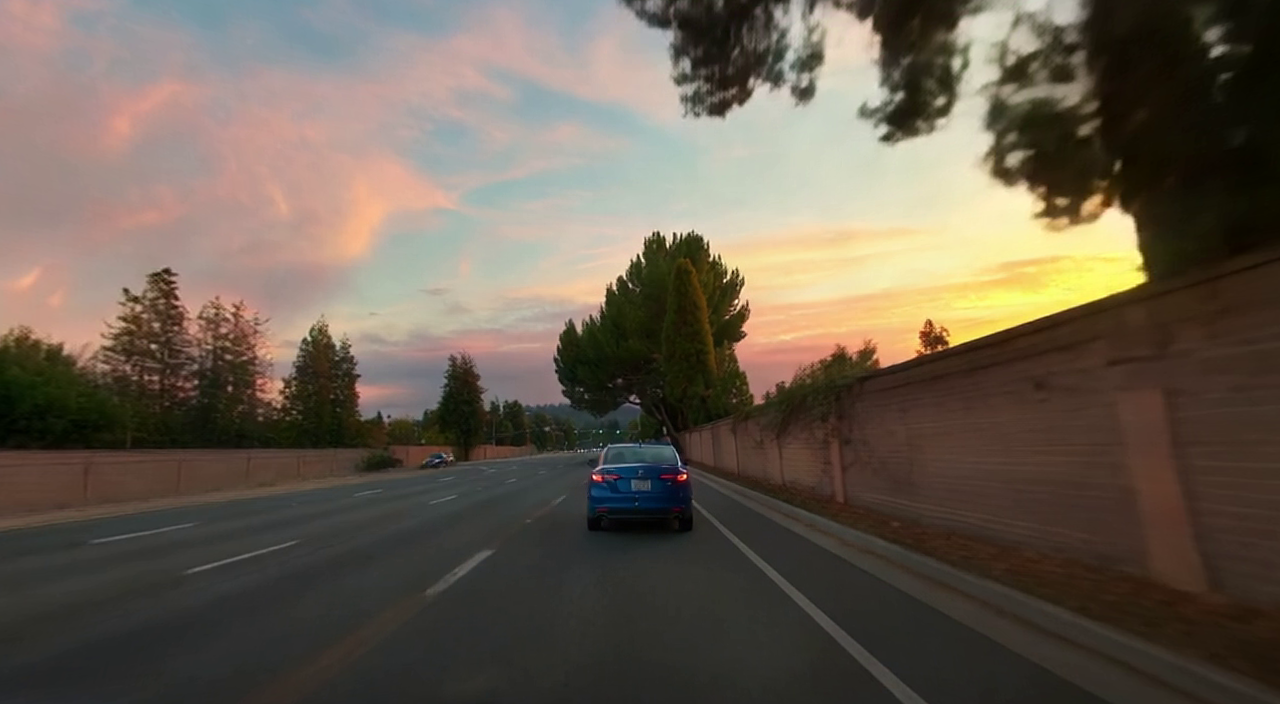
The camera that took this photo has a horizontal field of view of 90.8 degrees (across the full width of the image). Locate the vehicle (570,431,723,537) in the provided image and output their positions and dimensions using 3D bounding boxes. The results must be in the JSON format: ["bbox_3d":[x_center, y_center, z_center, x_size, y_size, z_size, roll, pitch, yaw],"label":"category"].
[{"bbox_3d":[0.067,2.230,11.330,2.205,1.509,4.272,0,-8,-1],"label":"vehicle"}]
